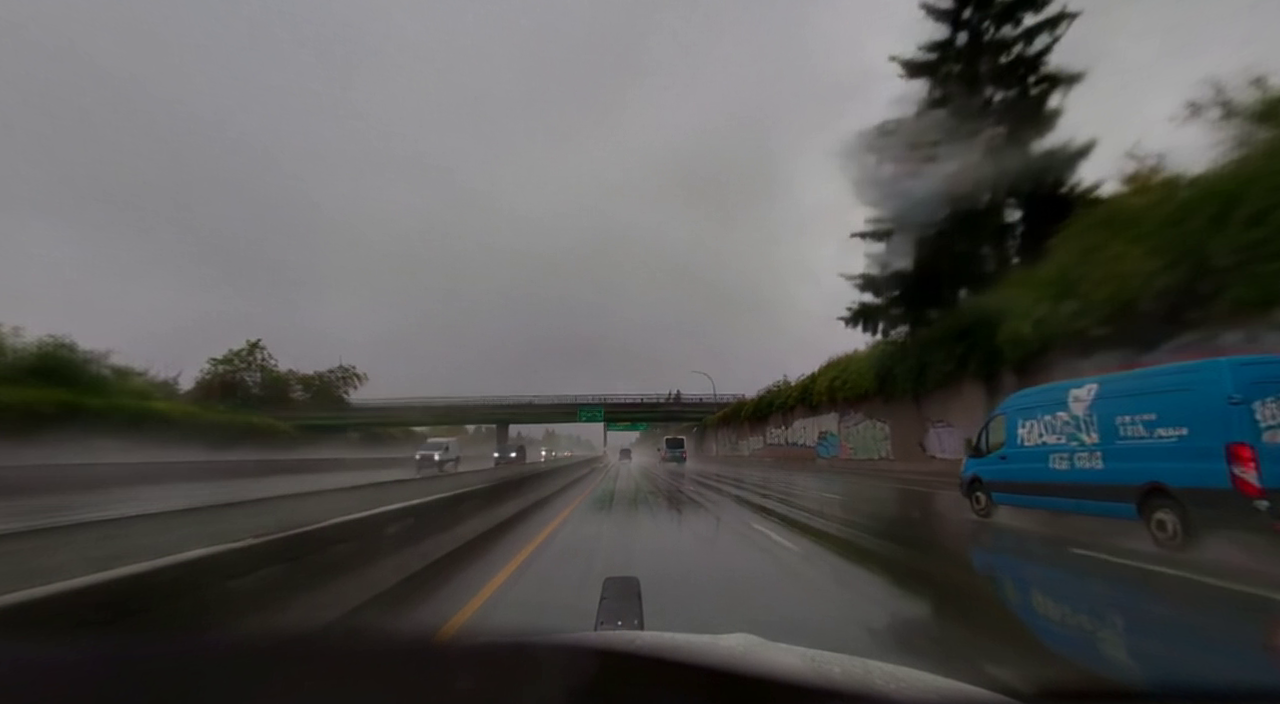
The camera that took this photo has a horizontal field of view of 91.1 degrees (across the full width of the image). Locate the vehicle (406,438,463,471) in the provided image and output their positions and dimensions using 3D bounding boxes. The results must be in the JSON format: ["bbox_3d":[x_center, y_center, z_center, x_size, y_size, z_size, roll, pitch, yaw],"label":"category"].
[{"bbox_3d":[-15.798,7.902,48.687,2.397,2.304,6.142,0,-9,-1],"label":"vehicle"}]

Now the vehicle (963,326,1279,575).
[{"bbox_3d":[7.671,1.451,9.578,2.283,2.631,5.719,0,-9,-1],"label":"vehicle"}]

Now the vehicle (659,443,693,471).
[{"bbox_3d":[2.579,7.722,46.369,2.007,1.943,5.010,0,-9,-2],"label":"vehicle"}]
